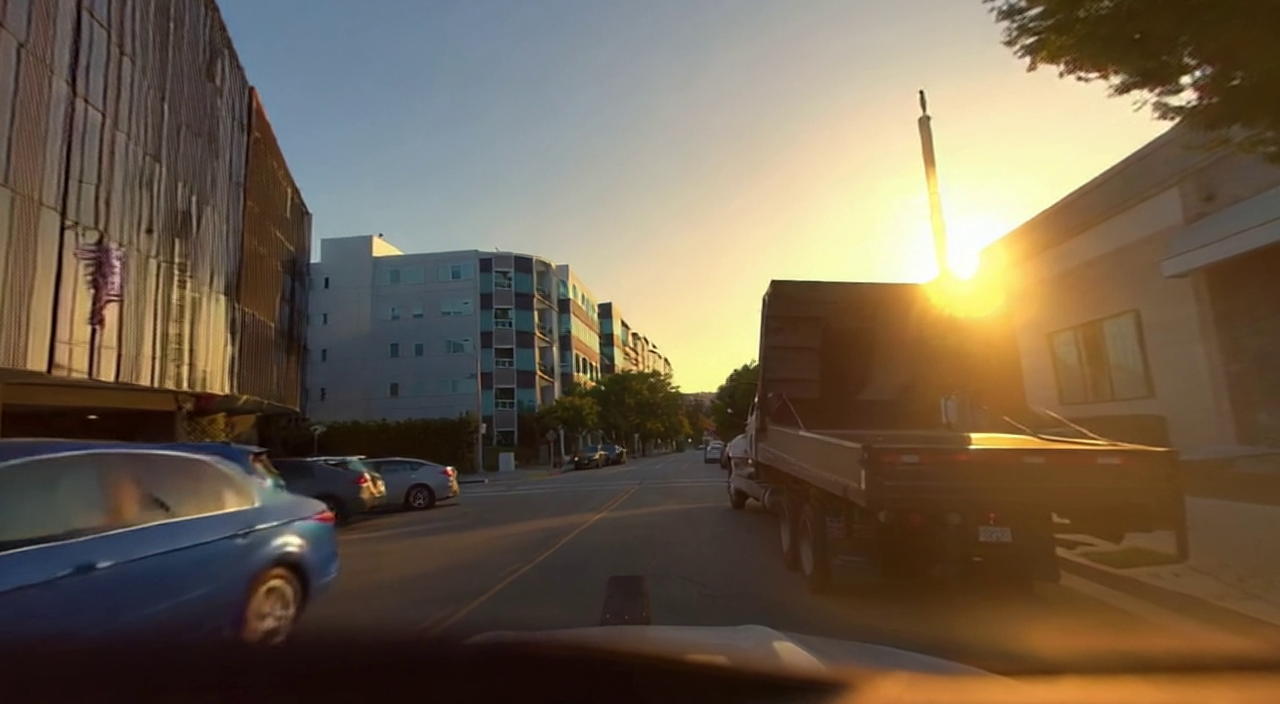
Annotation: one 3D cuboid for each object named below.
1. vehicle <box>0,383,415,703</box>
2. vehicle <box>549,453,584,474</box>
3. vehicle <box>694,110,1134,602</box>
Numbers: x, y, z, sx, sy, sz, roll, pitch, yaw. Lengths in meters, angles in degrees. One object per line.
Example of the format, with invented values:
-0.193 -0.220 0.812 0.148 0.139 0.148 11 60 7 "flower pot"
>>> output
-3.291 1.077 3.212 2.311 1.631 4.510 -1 -8 5 "vehicle"
-5.649 8.639 49.086 1.798 1.459 4.306 -1 -8 6 "vehicle"
2.821 0.768 10.987 3.320 4.034 11.553 -1 -8 7 "vehicle"
